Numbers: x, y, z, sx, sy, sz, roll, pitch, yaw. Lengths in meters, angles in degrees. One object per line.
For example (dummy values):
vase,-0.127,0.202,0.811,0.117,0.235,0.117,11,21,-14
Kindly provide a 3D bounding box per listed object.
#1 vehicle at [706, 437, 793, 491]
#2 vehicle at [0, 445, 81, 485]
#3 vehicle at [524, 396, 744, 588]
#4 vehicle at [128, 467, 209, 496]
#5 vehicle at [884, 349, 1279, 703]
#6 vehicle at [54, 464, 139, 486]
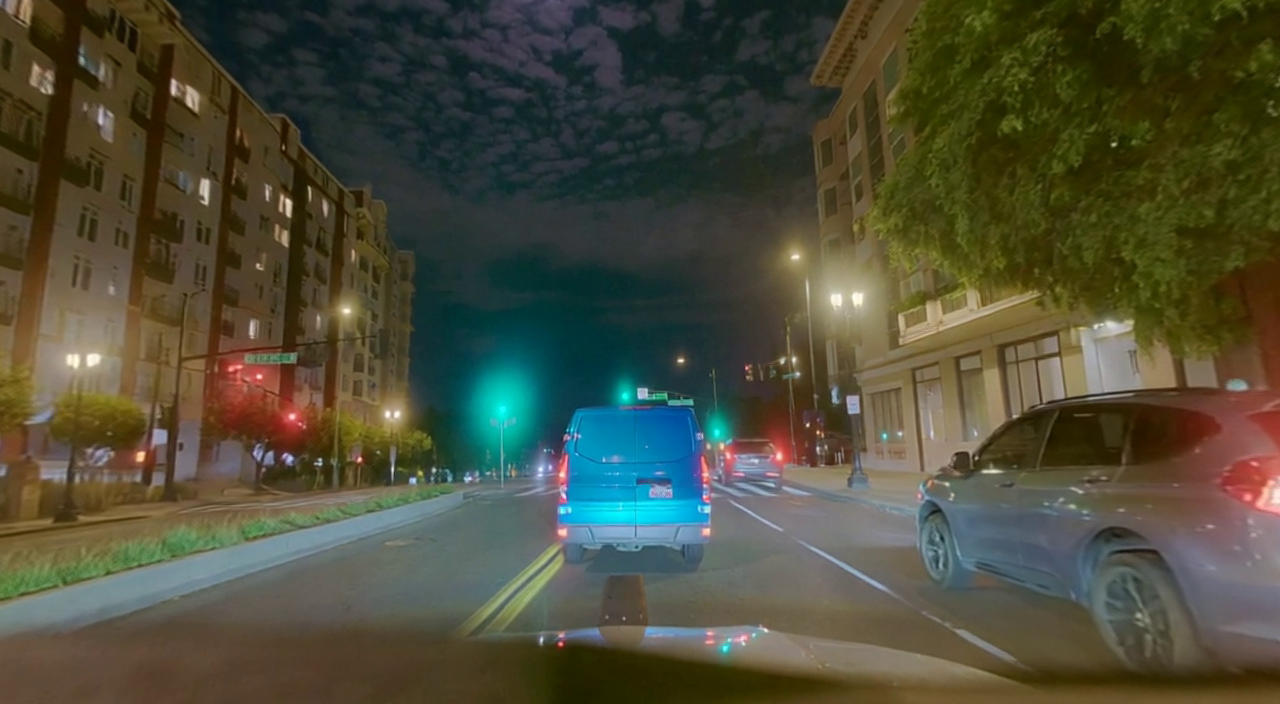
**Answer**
vehicle,3.709,3.879,22.270,2.061,1.676,4.734,0,-9,-2
vehicle,-43.375,8.050,44.896,4.828,2.159,2.127,-4,-14,-11
vehicle,-0.043,1.666,8.274,2.101,1.828,4.270,0,-9,0
vehicle,-33.207,9.127,44.500,4.292,1.492,1.772,-6,-14,-1
vehicle,3.788,1.157,4.779,2.157,1.748,4.130,0,-9,-1
vehicle,-38.396,8.690,44.610,4.396,1.458,1.809,-1,-9,2
